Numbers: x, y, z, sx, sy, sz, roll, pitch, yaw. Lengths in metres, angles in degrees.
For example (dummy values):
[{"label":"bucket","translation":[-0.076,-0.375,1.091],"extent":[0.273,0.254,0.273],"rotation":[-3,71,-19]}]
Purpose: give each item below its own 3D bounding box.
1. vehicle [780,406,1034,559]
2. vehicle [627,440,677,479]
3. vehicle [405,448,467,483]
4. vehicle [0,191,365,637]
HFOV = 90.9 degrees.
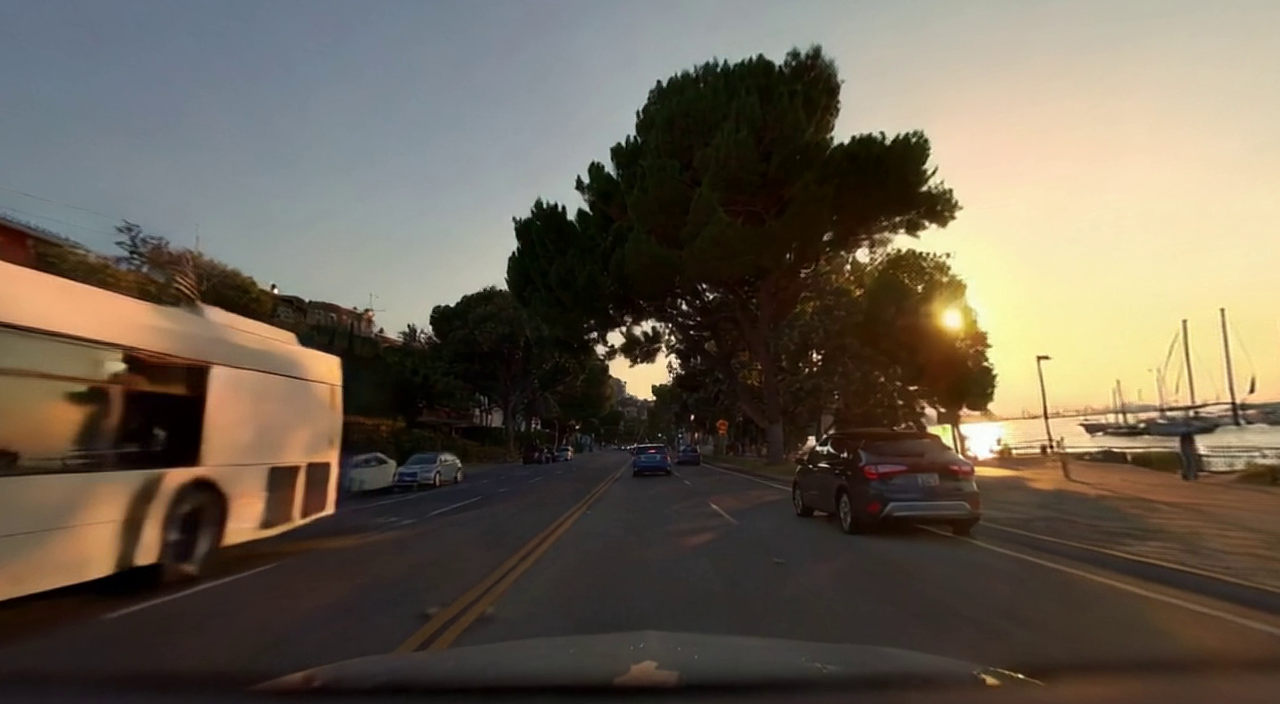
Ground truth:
[{"label":"vehicle","translation":[3.699,1.897,9.827],"extent":[2.000,1.809,4.405],"rotation":[0,-9,0]},{"label":"vehicle","translation":[0.497,4.876,28.771],"extent":[2.132,1.632,3.838],"rotation":[0,-9,0]},{"label":"vehicle","translation":[-10.138,5.632,31.570],"extent":[1.701,1.528,3.881],"rotation":[-1,-8,1]},{"label":"vehicle","translation":[-6.303,0.717,6.422],"extent":[2.781,3.405,8.989],"rotation":[-1,-9,1]}]
